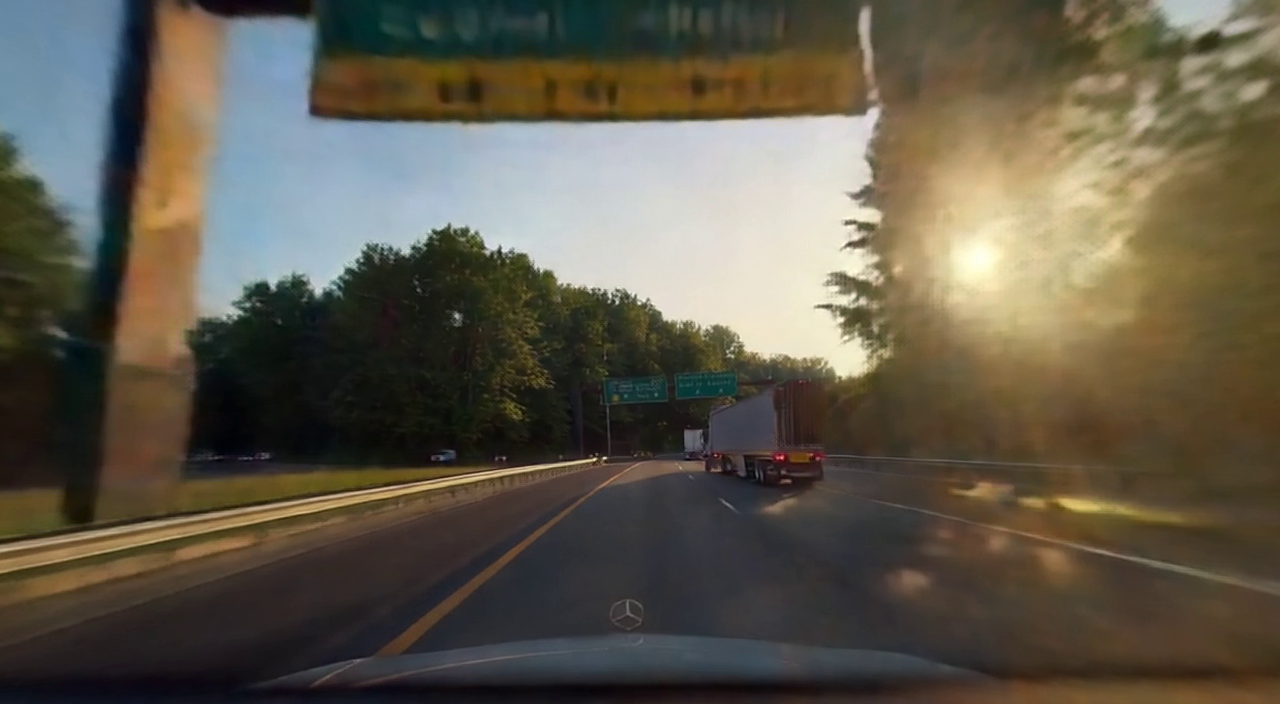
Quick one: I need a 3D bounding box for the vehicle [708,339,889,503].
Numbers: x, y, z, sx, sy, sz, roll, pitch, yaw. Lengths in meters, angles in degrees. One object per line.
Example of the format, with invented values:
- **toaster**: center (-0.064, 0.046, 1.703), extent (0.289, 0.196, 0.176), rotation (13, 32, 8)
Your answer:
- **vehicle**: center (4.576, 2.715, 22.320), extent (2.859, 3.984, 14.045), rotation (0, -9, 0)
